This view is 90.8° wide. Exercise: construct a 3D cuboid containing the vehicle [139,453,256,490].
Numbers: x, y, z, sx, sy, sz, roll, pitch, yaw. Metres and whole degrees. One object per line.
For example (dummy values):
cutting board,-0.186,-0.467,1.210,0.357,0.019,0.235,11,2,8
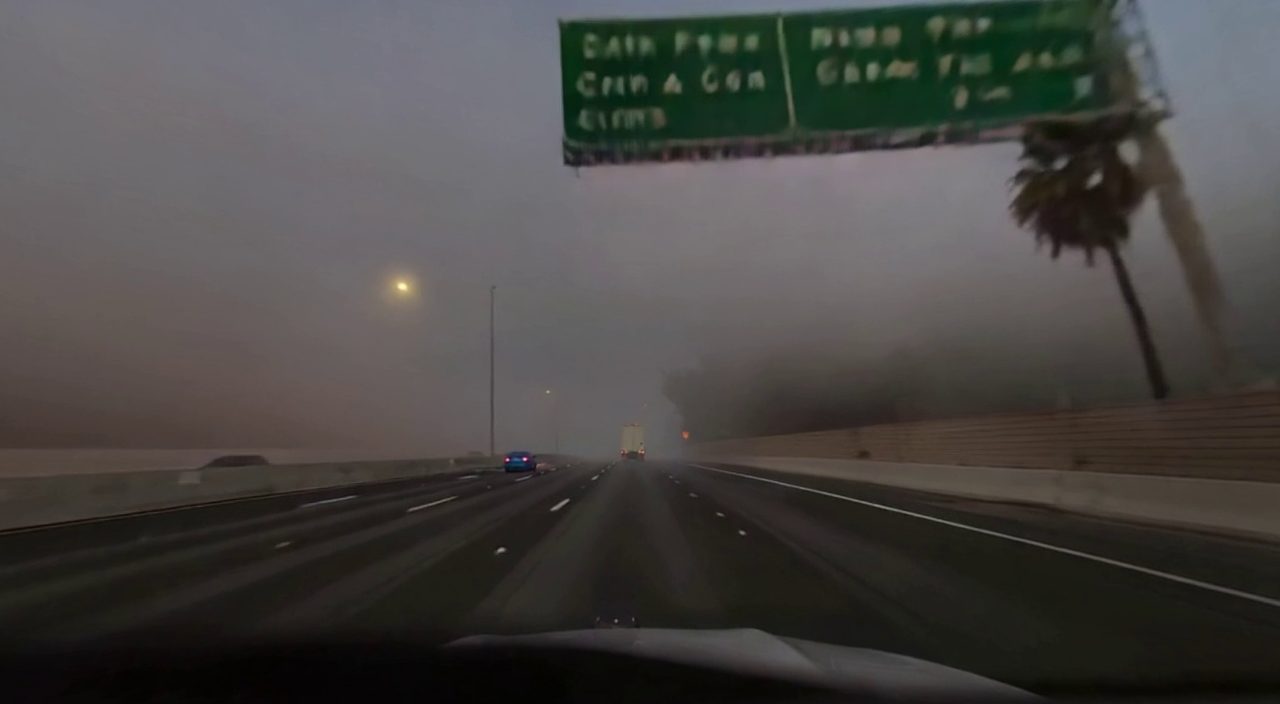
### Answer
vehicle,-20.095,5.420,29.005,1.963,1.481,4.748,0,-9,0
